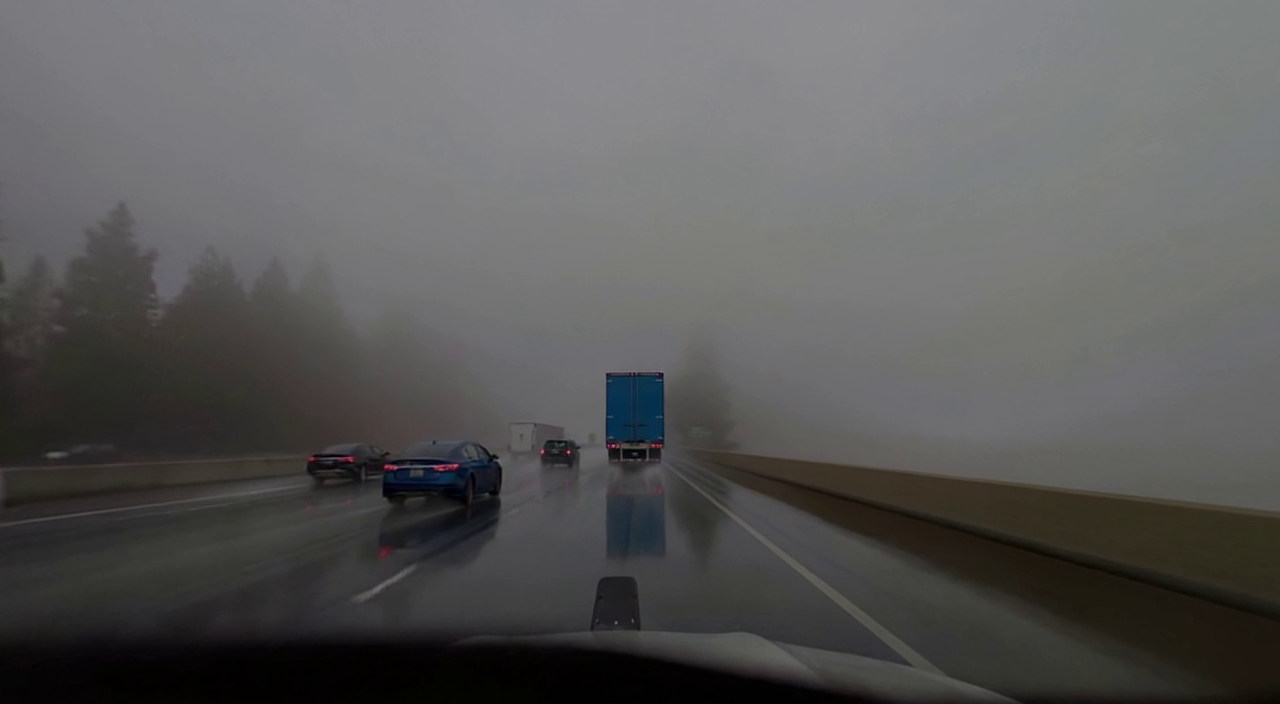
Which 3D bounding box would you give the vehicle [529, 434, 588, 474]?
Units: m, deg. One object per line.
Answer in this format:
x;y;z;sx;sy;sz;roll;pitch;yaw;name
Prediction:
-3.682;4.686;29.119;2.158;1.680;4.087;0;-8;1;vehicle

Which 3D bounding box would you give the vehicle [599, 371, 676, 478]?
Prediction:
-0.246;3.545;29.604;2.913;4.113;10.724;0;-8;-2;vehicle

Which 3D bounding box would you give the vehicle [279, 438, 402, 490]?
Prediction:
-9.518;3.572;20.441;1.863;1.474;4.278;0;-8;0;vehicle

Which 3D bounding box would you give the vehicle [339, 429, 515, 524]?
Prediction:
-4.019;2.400;12.732;2.164;1.582;3.979;0;-8;0;vehicle

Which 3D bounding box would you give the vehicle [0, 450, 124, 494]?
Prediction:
-21.299;4.356;23.209;1.589;1.417;3.438;0;-8;-1;vehicle
